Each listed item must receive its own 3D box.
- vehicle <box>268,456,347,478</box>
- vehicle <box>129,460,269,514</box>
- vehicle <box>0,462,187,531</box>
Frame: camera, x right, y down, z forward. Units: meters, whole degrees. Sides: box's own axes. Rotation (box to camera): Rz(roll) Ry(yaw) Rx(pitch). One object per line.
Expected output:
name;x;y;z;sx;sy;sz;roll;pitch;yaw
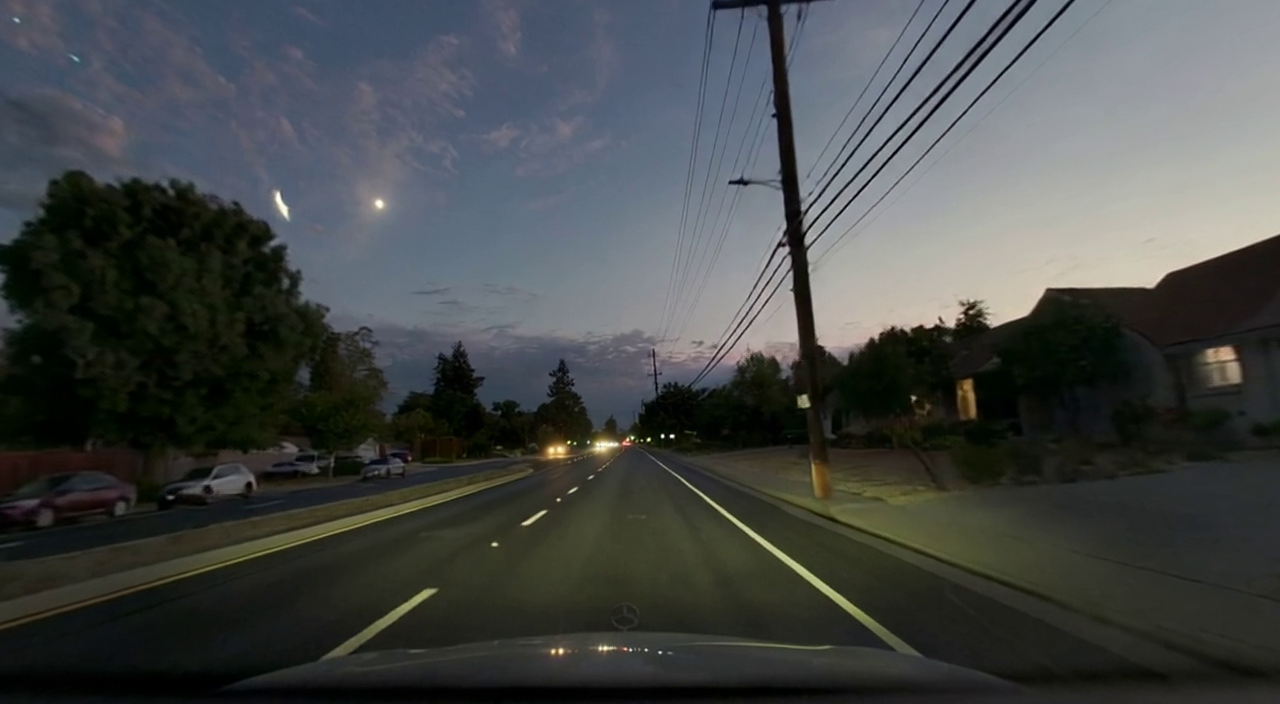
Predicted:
vehicle;-22.651;7.824;43.152;4.243;1.455;2.005;0;-9;1
vehicle;-16.007;4.852;23.225;2.018;1.449;4.384;-7;-9;0
vehicle;-15.863;4.131;18.439;2.031;1.482;4.476;-6;-9;0
